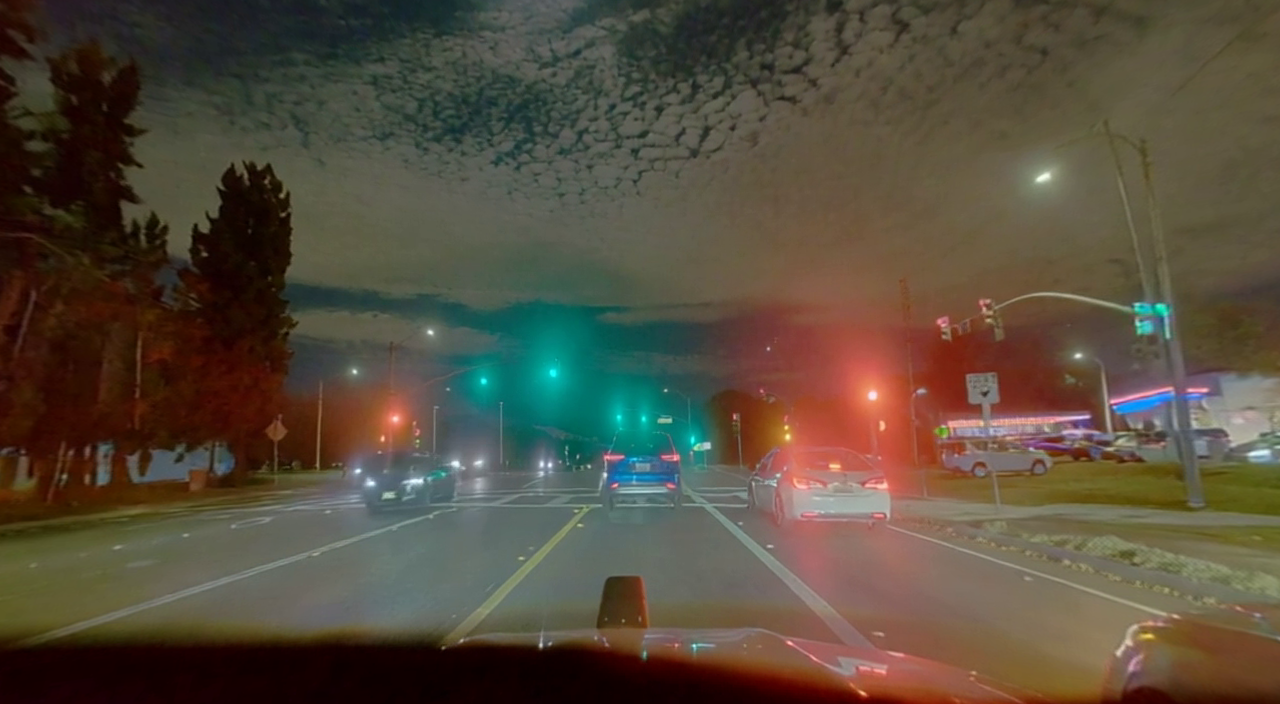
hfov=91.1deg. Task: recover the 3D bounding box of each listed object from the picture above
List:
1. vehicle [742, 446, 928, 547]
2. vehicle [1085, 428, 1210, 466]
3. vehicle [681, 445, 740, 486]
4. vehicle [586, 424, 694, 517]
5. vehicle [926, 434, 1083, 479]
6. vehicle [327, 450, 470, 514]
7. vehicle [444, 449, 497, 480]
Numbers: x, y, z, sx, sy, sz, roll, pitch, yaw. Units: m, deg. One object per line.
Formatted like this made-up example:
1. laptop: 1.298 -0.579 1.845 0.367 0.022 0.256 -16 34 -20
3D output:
1. vehicle: 3.283 2.490 11.634 1.900 1.478 4.425 0 -9 -2
2. vehicle: 26.611 5.005 33.045 4.704 1.919 2.130 0 -9 -2
3. vehicle: 3.168 5.215 29.204 2.138 1.729 4.178 0 -9 -2
4. vehicle: -0.027 2.839 15.530 2.296 1.947 4.168 0 -9 -1
5. vehicle: 13.602 3.896 23.617 4.648 1.583 2.018 0 -9 -2
6. vehicle: -6.367 3.448 17.239 2.054 1.478 4.584 0 -9 0
7. vehicle: -10.809 7.182 40.372 2.161 1.764 4.725 0 -9 -1
